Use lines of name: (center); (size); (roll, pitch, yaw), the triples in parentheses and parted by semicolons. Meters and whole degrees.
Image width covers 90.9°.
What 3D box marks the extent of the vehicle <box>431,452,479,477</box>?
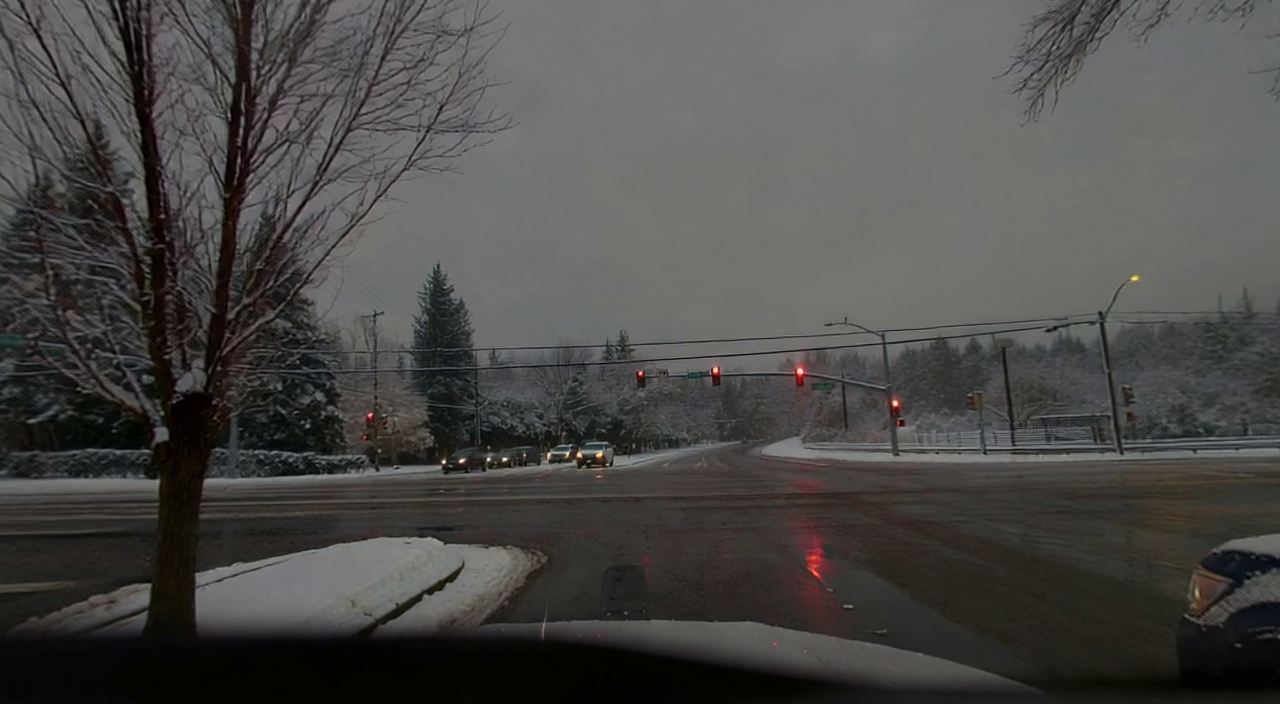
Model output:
vehicle: (-13.421, 8.166, 45.972); (2.101, 1.637, 4.304); (0, -9, 1)

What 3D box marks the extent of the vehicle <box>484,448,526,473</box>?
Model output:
vehicle: (-9.793, 7.843, 45.936); (2.064, 1.725, 4.243); (0, -9, 1)

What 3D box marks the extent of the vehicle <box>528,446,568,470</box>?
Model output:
vehicle: (-6.567, 7.617, 45.494); (2.126, 1.657, 4.307); (-1, -9, 2)

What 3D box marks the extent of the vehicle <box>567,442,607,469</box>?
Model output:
vehicle: (-3.595, 7.143, 43.633); (2.215, 1.732, 4.684); (-1, -9, 2)

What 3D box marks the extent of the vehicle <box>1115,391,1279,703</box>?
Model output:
vehicle: (3.046, 0.621, 0.427); (1.978, 1.468, 4.544); (0, -9, 2)
